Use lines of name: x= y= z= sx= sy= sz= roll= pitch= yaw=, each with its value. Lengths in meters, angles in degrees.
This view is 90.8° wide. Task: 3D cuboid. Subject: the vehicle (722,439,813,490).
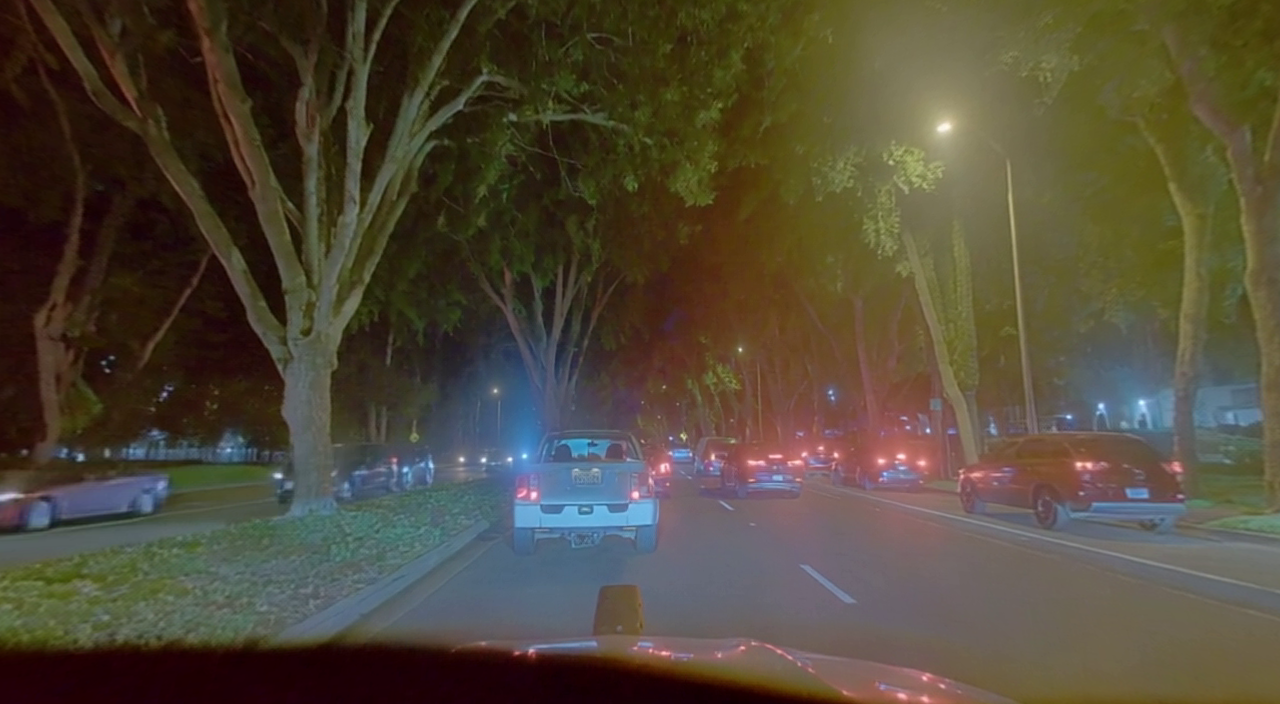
vehicle: x=4.045 y=3.639 z=20.848 sx=2.175 sy=1.477 sz=4.520 roll=0 pitch=-8 yaw=1

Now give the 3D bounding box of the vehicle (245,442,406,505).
vehicle: x=-8.351 y=3.246 z=17.383 sx=2.039 sy=1.466 sz=4.553 roll=0 pitch=-8 yaw=1

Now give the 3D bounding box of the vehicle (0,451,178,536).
vehicle: x=-11.993 y=2.744 z=12.783 sx=1.866 sy=1.404 sz=4.507 roll=0 pitch=-8 yaw=0

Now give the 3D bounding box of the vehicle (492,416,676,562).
vehicle: x=-0.798 y=1.850 z=9.212 sx=2.106 sy=1.655 sz=3.717 roll=1 pitch=-8 yaw=-5

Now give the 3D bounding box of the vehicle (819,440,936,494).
vehicle: x=7.249 y=3.545 z=19.821 sx=1.977 sy=1.485 sz=4.308 roll=0 pitch=-8 yaw=0

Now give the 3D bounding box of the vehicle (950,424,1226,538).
vehicle: x=7.889 y=2.277 z=11.832 sx=2.168 sy=1.709 sz=4.289 roll=-1 pitch=-8 yaw=3

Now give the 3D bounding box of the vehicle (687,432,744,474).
vehicle: x=3.563 y=4.862 z=30.609 sx=2.114 sy=1.846 sz=4.659 roll=0 pitch=-8 yaw=-1
